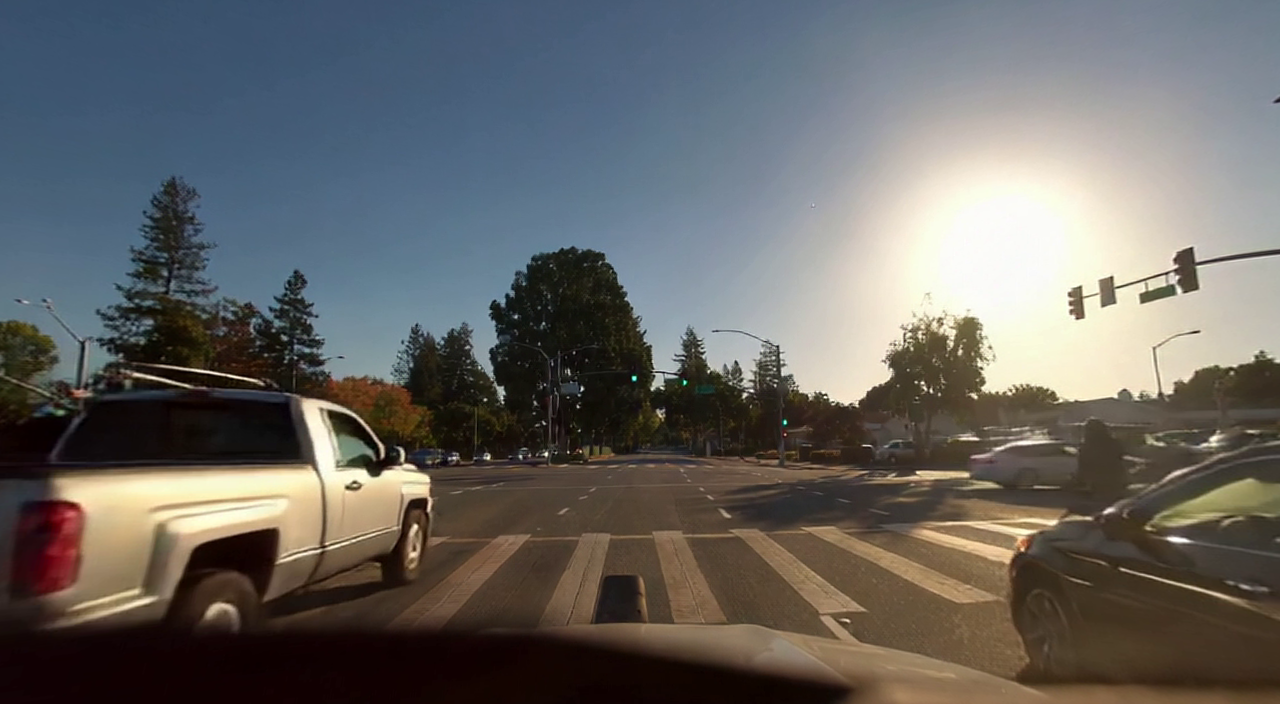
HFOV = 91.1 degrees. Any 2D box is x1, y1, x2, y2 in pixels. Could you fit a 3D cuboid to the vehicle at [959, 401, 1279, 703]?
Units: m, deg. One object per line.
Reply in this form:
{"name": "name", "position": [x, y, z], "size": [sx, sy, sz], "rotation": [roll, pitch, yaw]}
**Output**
{"name": "vehicle", "position": [3.106, 0.869, 1.892], "size": [1.990, 1.454, 4.490], "rotation": [0, -8, 1]}

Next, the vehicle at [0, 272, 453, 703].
{"name": "vehicle", "position": [-3.252, 1.020, 4.523], "size": [2.231, 1.898, 4.985], "rotation": [0, -8, 0]}
